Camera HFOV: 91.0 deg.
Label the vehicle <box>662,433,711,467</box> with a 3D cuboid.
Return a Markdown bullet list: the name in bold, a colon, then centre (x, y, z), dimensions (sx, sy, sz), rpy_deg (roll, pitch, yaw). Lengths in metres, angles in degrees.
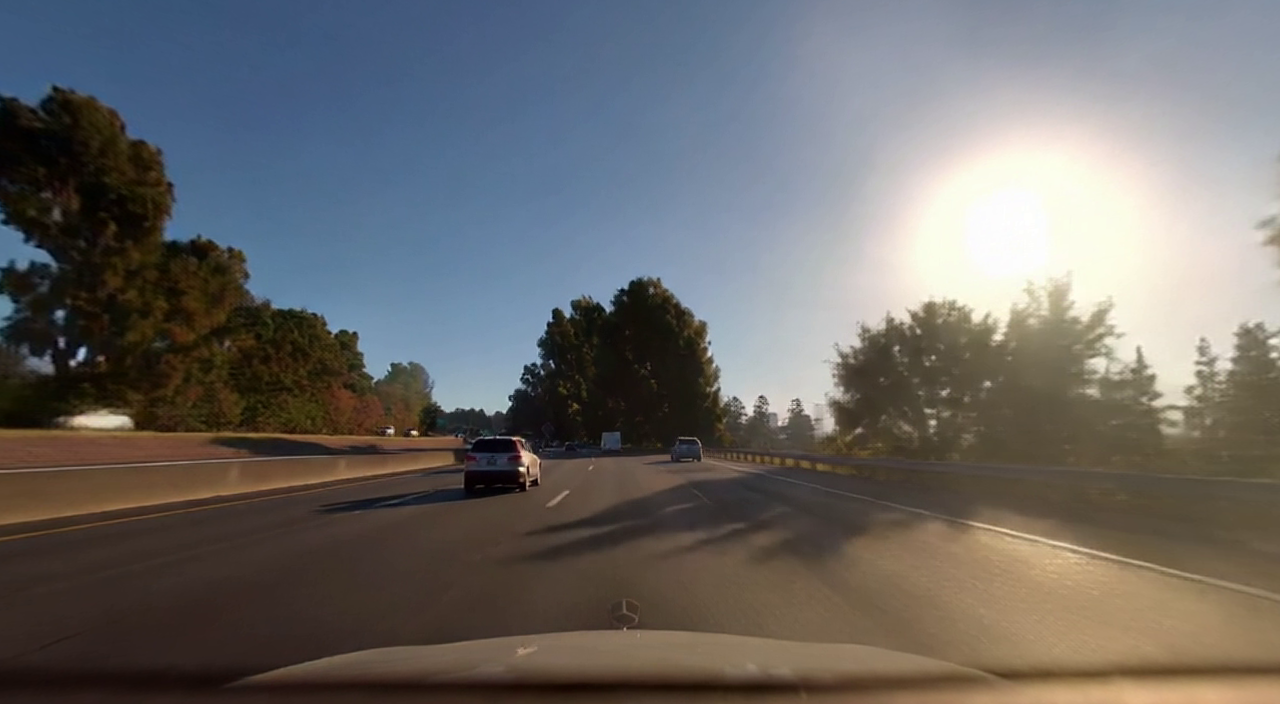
- **vehicle**: centre (2.413, 5.272, 33.813), dimensions (2.053, 1.698, 4.097), rpy_deg (1, -9, -3)

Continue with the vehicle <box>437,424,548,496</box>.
- **vehicle**: centre (-3.797, 2.868, 17.037), dimensions (2.002, 1.680, 4.301), rpy_deg (0, -9, 0)

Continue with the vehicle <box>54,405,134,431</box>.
- **vehicle**: centre (-37.416, 4.578, 43.273), dimensions (1.756, 1.550, 4.277), rpy_deg (0, -9, -2)
